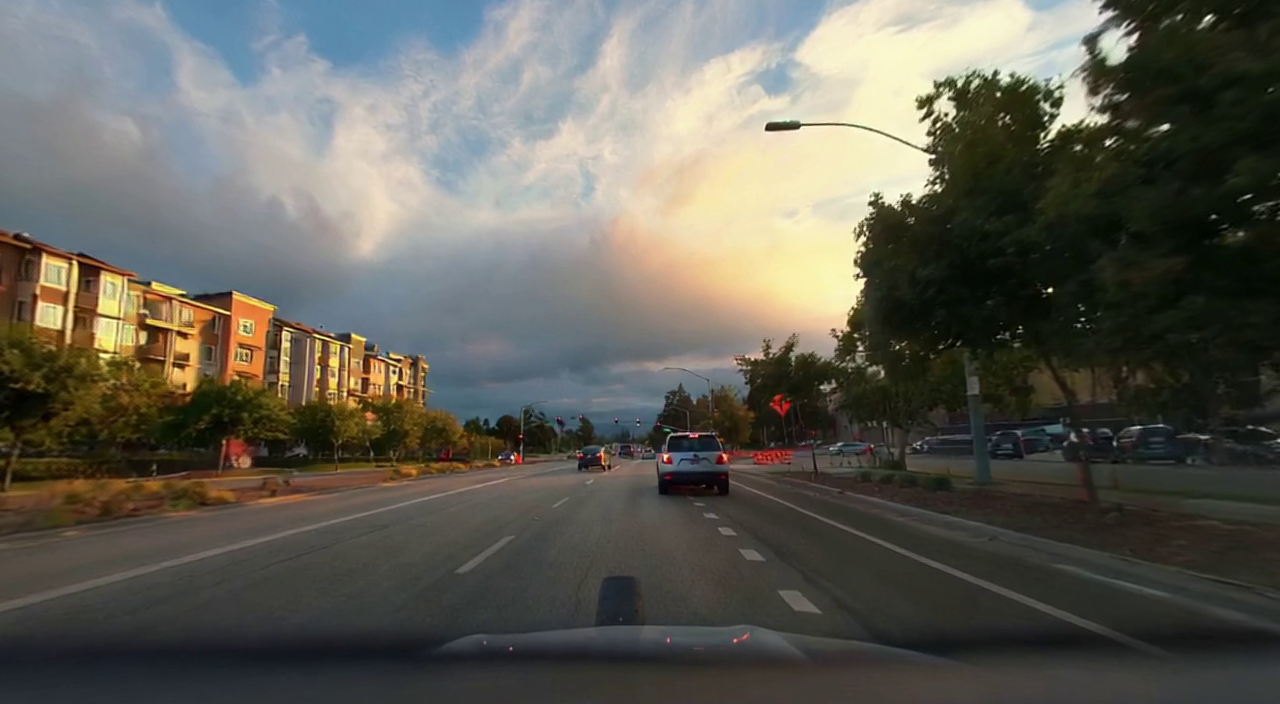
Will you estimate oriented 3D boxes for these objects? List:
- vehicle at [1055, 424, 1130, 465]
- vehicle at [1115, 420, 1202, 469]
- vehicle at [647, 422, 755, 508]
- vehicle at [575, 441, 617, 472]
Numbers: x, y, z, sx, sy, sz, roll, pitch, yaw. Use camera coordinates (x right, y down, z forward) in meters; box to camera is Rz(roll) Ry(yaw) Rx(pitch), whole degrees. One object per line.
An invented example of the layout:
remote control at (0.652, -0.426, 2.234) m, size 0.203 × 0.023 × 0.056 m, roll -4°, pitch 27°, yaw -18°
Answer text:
vehicle at (20.475, 4.165, 28.484) m, size 1.960 × 1.678 × 4.435 m, roll -8°, pitch -12°, yaw 44°
vehicle at (20.066, 3.563, 24.372) m, size 4.367 × 1.684 × 1.937 m, roll 8°, pitch -11°, yaw -44°
vehicle at (1.340, 2.770, 15.921) m, size 2.197 × 1.835 × 4.316 m, roll 0°, pitch -8°, yaw -1°
vehicle at (-2.499, 6.036, 36.751) m, size 2.121 × 1.654 × 3.993 m, roll 0°, pitch -8°, yaw 1°
